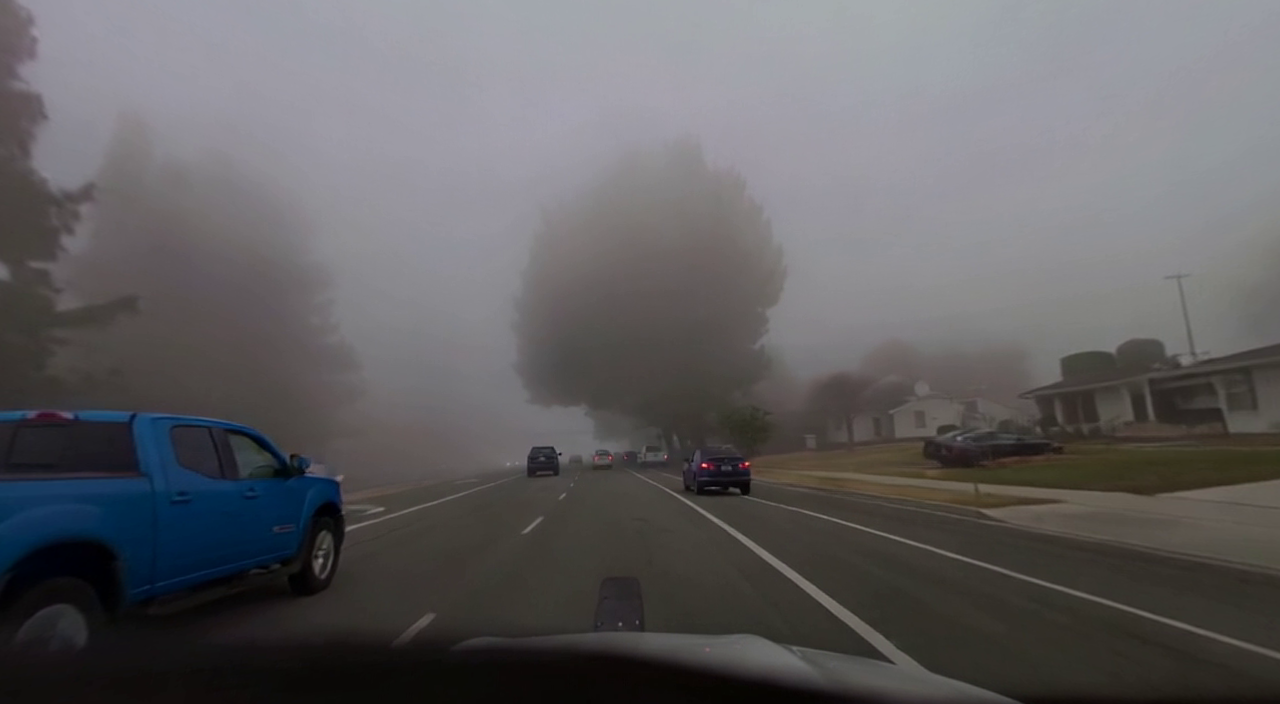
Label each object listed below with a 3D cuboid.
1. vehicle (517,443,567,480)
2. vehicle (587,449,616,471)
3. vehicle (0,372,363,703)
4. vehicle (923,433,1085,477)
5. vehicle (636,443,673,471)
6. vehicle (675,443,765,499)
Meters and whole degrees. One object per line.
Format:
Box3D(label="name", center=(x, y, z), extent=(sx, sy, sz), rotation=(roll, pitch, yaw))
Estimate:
Box3D(label="vehicle", center=(-5.266, 5.906, 34.466), extent=(2.218, 1.829, 4.492), rotation=(0, -9, -3))
Box3D(label="vehicle", center=(-2.899, 7.884, 46.318), extent=(2.030, 1.477, 4.330), rotation=(0, -9, -5))
Box3D(label="vehicle", center=(-4.121, 1.197, 4.383), extent=(2.111, 1.745, 5.274), rotation=(0, -9, -1))
Box3D(label="vehicle", center=(13.088, 3.727, 22.941), extent=(4.597, 1.439, 2.062), rotation=(0, -9, -2))
Box3D(label="vehicle", center=(0.982, 7.359, 44.586), extent=(2.099, 1.845, 4.363), rotation=(0, -9, -5))
Box3D(label="vehicle", center=(2.260, 3.505, 18.997), extent=(1.884, 1.463, 4.195), rotation=(0, -9, -4))
